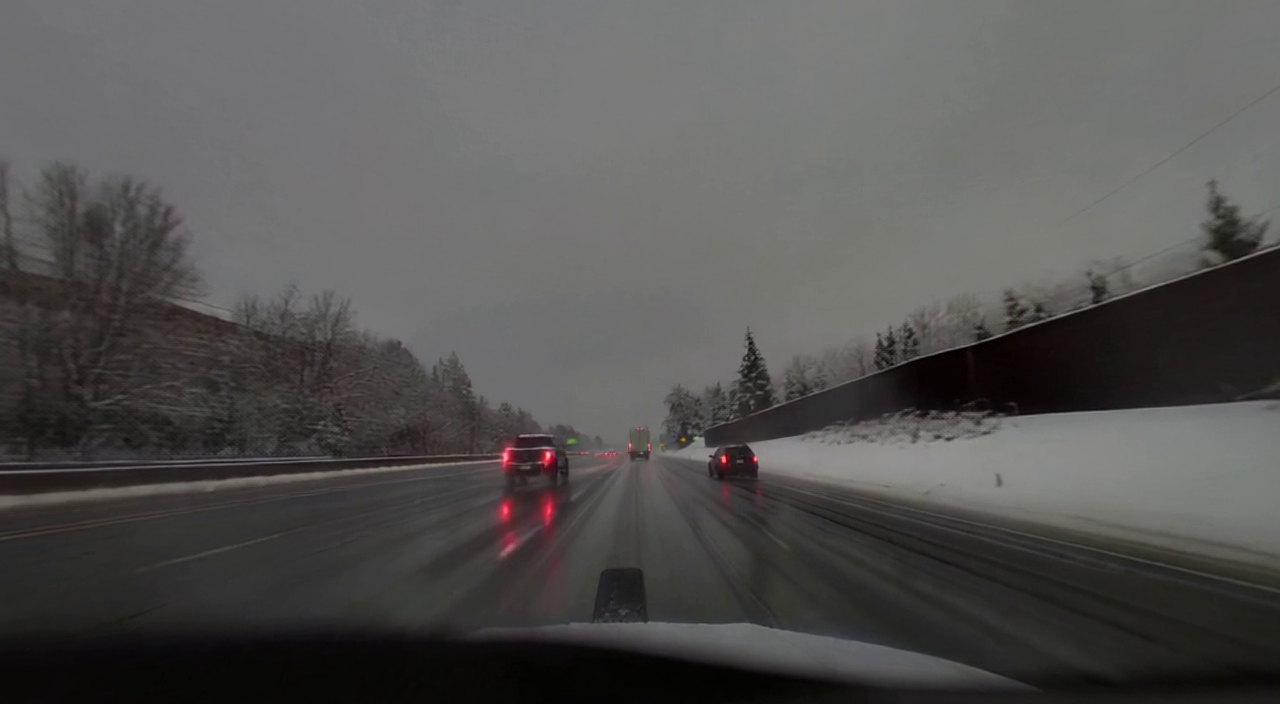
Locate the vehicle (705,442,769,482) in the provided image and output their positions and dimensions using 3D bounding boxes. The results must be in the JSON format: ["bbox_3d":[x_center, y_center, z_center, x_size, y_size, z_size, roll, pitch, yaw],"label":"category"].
[{"bbox_3d":[4.035,4.664,26.865,1.973,1.536,4.337,0,-9,-1],"label":"vehicle"}]

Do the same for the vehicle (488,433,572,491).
[{"bbox_3d":[-3.700,3.803,22.094,2.014,1.811,4.369,0,-9,2],"label":"vehicle"}]
